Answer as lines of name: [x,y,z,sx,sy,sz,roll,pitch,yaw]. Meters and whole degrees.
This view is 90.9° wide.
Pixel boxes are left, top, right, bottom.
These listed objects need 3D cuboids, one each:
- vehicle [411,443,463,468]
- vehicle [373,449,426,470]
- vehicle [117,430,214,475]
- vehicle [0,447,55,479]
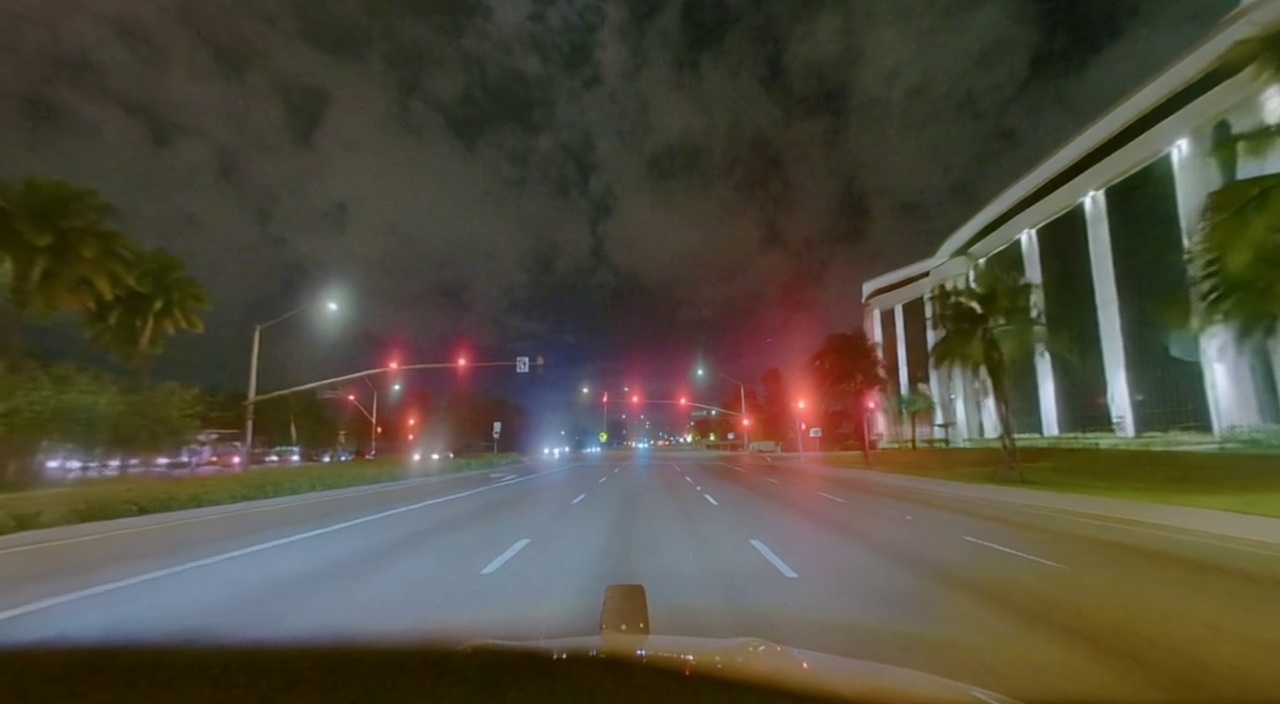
vehicle: [-14.258,7.283,44.483,2.059,1.648,4.420,0,-8,2]
vehicle: [-17.683,7.878,46.537,2.077,1.417,4.422,0,-8,1]
vehicle: [-33.002,6.953,43.858,5.761,2.906,2.463,-3,-9,20]
vehicle: [-37.124,6.417,36.586,4.272,1.729,2.017,0,-8,2]
